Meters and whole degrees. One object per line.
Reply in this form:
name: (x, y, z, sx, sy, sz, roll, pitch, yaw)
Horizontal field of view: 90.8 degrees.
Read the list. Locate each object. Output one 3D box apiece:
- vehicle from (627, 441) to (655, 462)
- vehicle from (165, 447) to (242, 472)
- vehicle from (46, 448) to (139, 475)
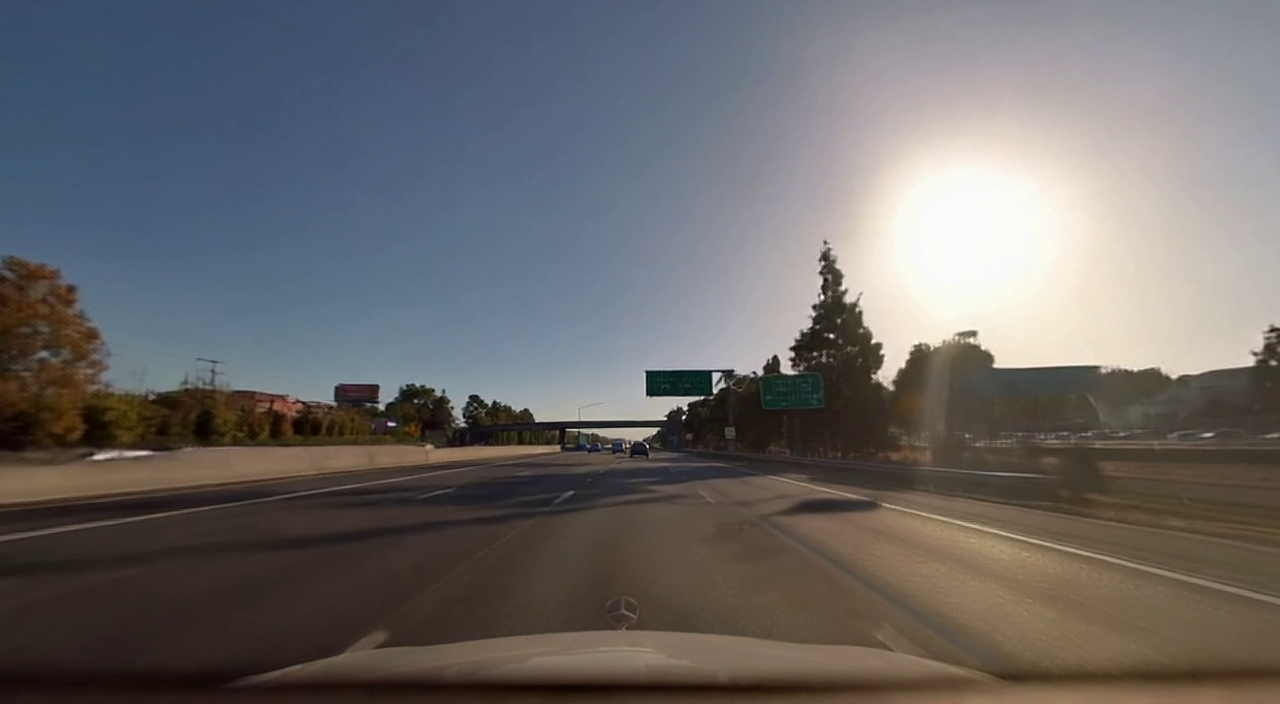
vehicle: (0.018, 7.508, 47.916, 2.021, 1.528, 4.154, 0, -8, -1)
vehicle: (-28.578, 7.016, 41.544, 1.821, 1.487, 4.522, 0, -8, 0)
vehicle: (-35.871, 7.173, 41.521, 1.915, 1.595, 4.665, 0, -8, 0)
